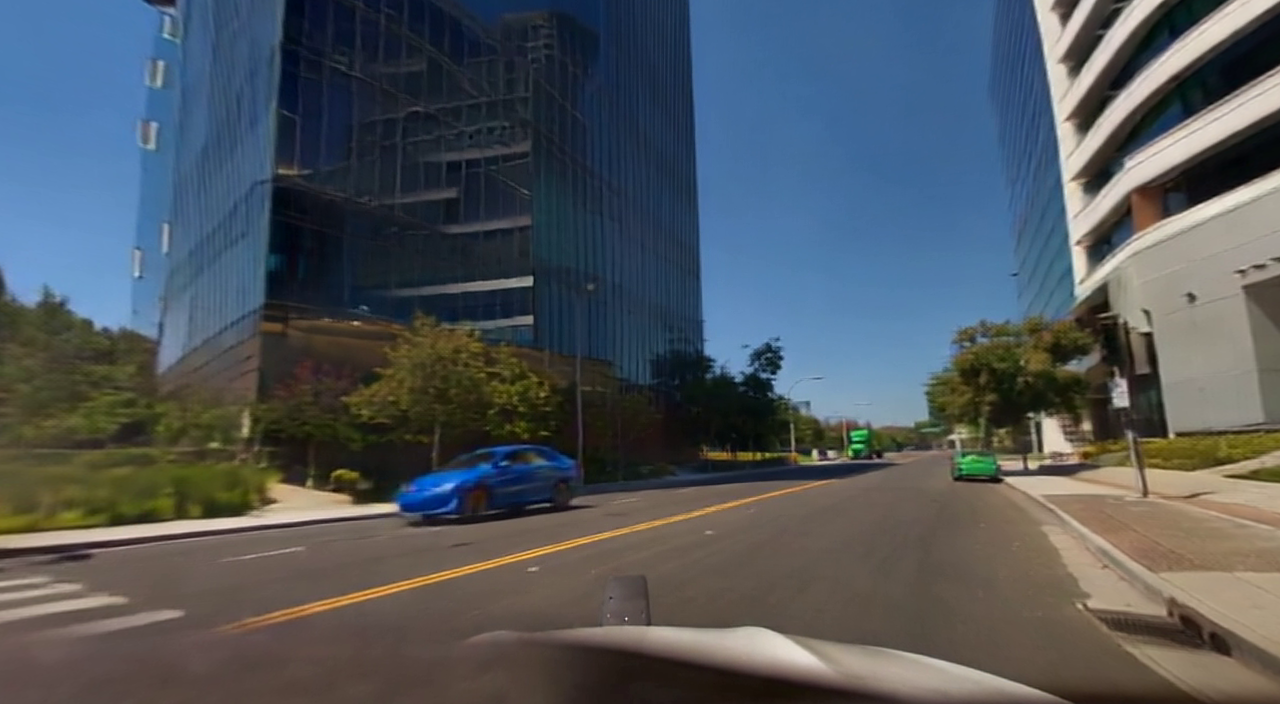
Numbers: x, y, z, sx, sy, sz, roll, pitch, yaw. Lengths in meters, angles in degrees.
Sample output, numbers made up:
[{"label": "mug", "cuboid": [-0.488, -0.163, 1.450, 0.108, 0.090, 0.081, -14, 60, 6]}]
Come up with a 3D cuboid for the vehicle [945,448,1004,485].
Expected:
[{"label": "vehicle", "cuboid": [15.198, 5.200, 28.875, 2.098, 1.509, 4.389, -4, -10, 25]}]

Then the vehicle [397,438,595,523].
[{"label": "vehicle", "cuboid": [-3.218, 2.997, 15.240, 2.145, 1.687, 4.662, -4, -10, 26]}]
